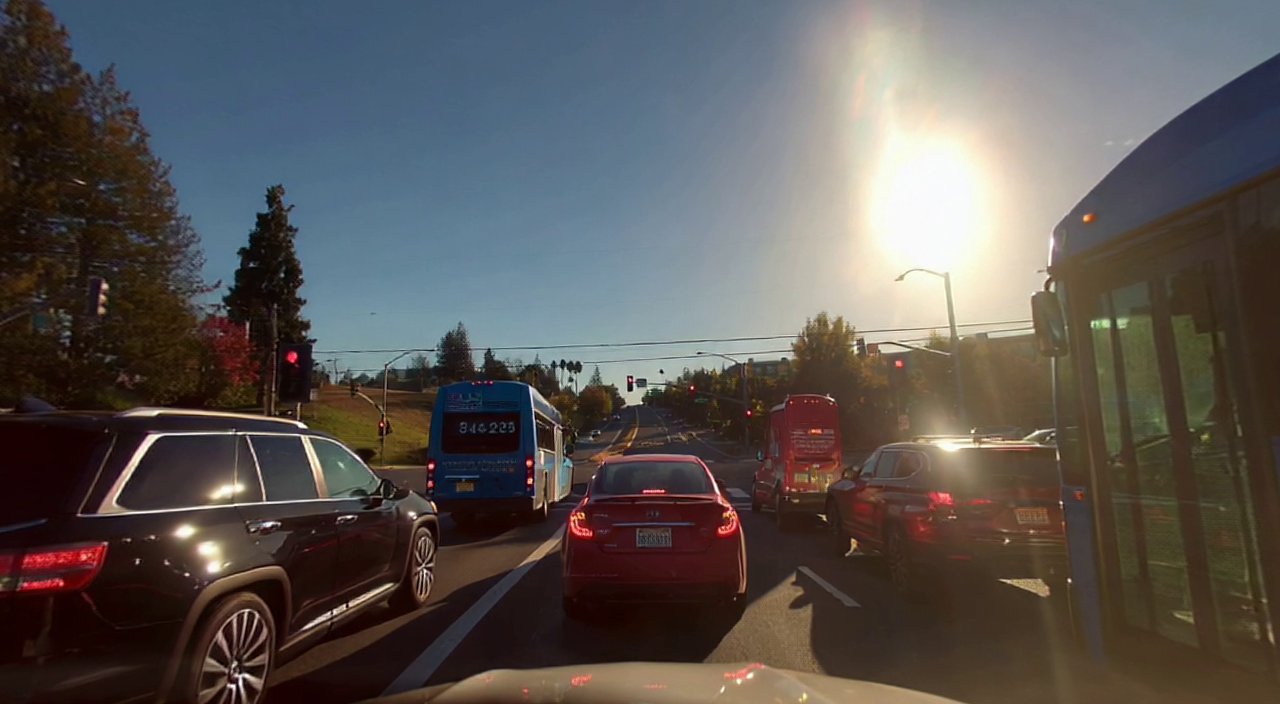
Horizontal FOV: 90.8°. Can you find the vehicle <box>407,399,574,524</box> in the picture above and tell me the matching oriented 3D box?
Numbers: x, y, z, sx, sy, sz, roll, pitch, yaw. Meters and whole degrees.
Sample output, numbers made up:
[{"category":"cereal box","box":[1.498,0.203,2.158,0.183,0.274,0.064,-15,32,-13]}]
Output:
[{"category":"vehicle","box":[-2.952,2.351,13.962,2.335,2.221,5.165,0,-8,1]}]

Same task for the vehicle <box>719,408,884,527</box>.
[{"category":"vehicle","box":[3.130,2.403,13.682,2.143,2.036,5.367,0,-8,0]}]

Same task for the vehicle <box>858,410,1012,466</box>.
[{"category":"vehicle","box":[17.571,5.143,37.929,7.839,3.213,2.628,0,-9,-3]}]

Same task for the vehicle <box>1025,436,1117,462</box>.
[{"category":"vehicle","box":[25.873,5.834,37.996,4.229,1.489,1.794,0,-8,-1]}]

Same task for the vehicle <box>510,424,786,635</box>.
[{"category":"vehicle","box":[0.048,1.547,6.415,1.976,1.485,3.624,0,-8,0]}]

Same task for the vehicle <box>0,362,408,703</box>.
[{"category":"vehicle","box":[-3.419,1.179,4.631,1.921,1.701,3.989,0,-8,-1]}]
